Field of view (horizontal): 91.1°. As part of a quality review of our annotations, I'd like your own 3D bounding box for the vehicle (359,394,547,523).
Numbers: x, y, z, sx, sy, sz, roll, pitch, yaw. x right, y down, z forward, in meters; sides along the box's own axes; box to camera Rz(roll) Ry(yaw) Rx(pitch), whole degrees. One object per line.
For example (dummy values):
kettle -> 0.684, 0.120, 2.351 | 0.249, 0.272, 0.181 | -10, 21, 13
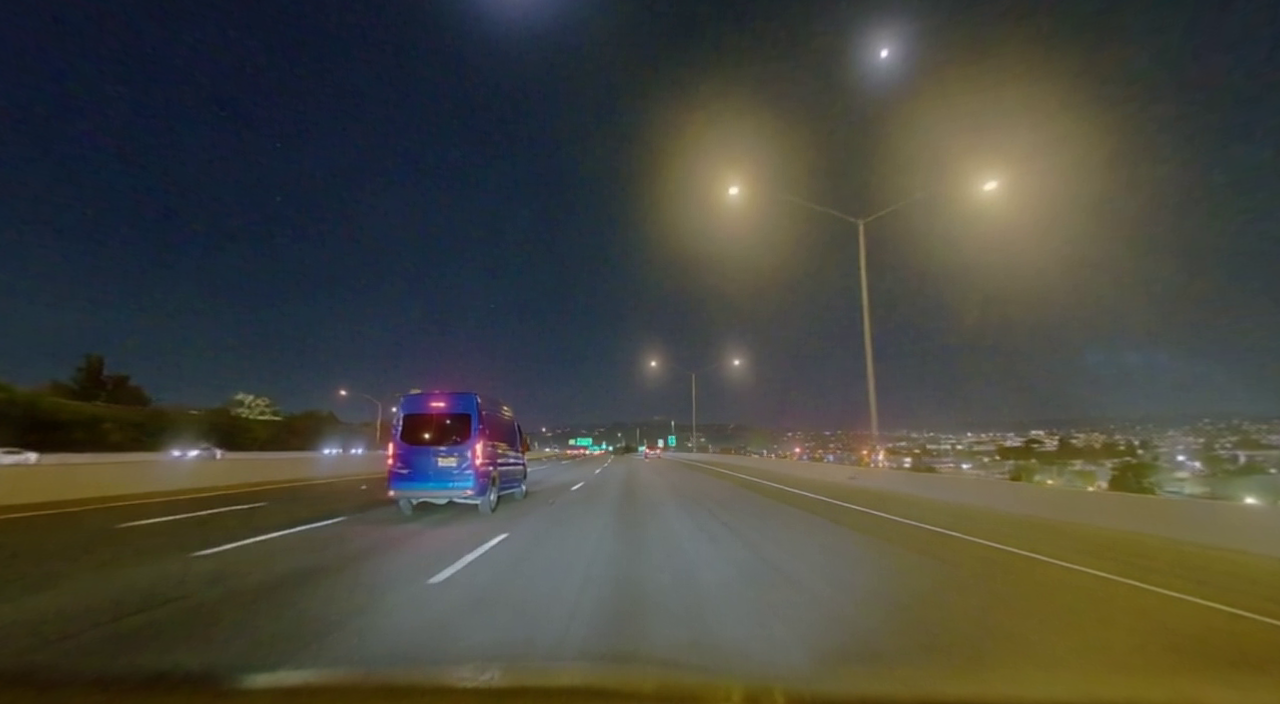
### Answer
vehicle -> -3.669, 2.258, 13.742 | 2.372, 2.248, 5.393 | 0, -9, 1
